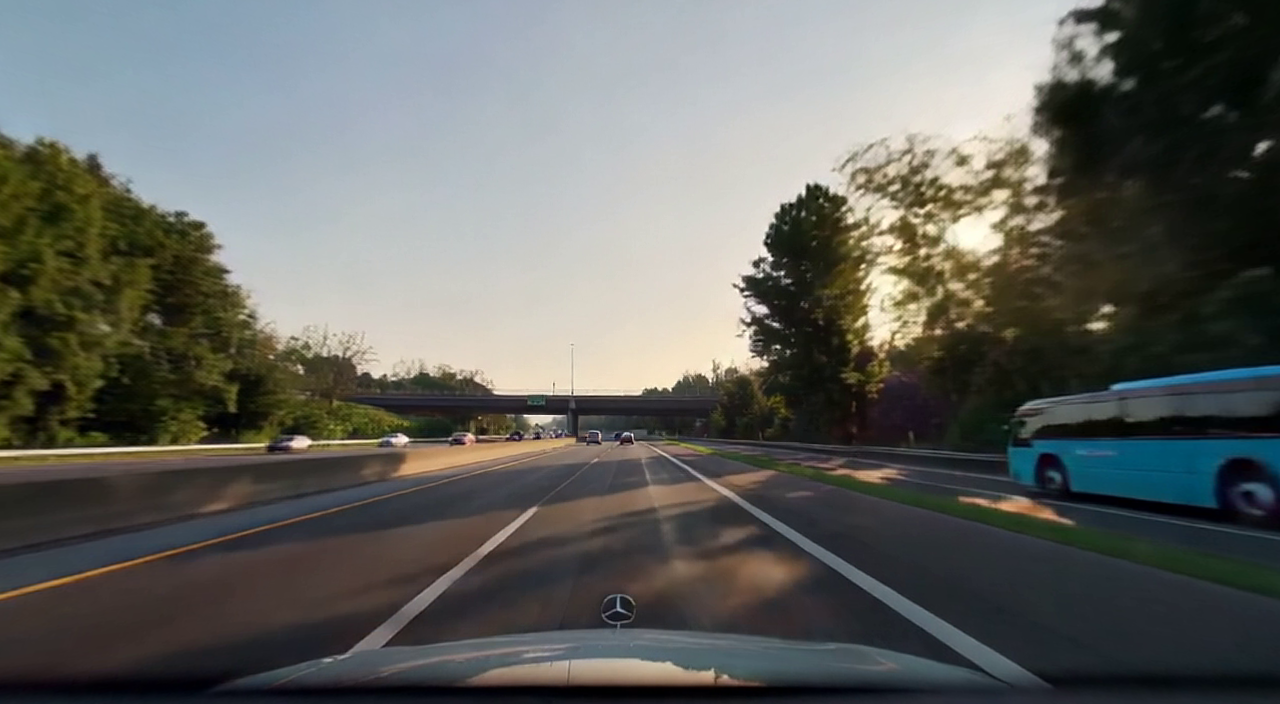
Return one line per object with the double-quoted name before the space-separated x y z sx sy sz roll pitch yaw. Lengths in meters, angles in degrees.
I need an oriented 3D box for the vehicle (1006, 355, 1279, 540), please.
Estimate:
"vehicle" 12.982 2.026 13.656 3.009 3.265 12.098 0 -8 1
